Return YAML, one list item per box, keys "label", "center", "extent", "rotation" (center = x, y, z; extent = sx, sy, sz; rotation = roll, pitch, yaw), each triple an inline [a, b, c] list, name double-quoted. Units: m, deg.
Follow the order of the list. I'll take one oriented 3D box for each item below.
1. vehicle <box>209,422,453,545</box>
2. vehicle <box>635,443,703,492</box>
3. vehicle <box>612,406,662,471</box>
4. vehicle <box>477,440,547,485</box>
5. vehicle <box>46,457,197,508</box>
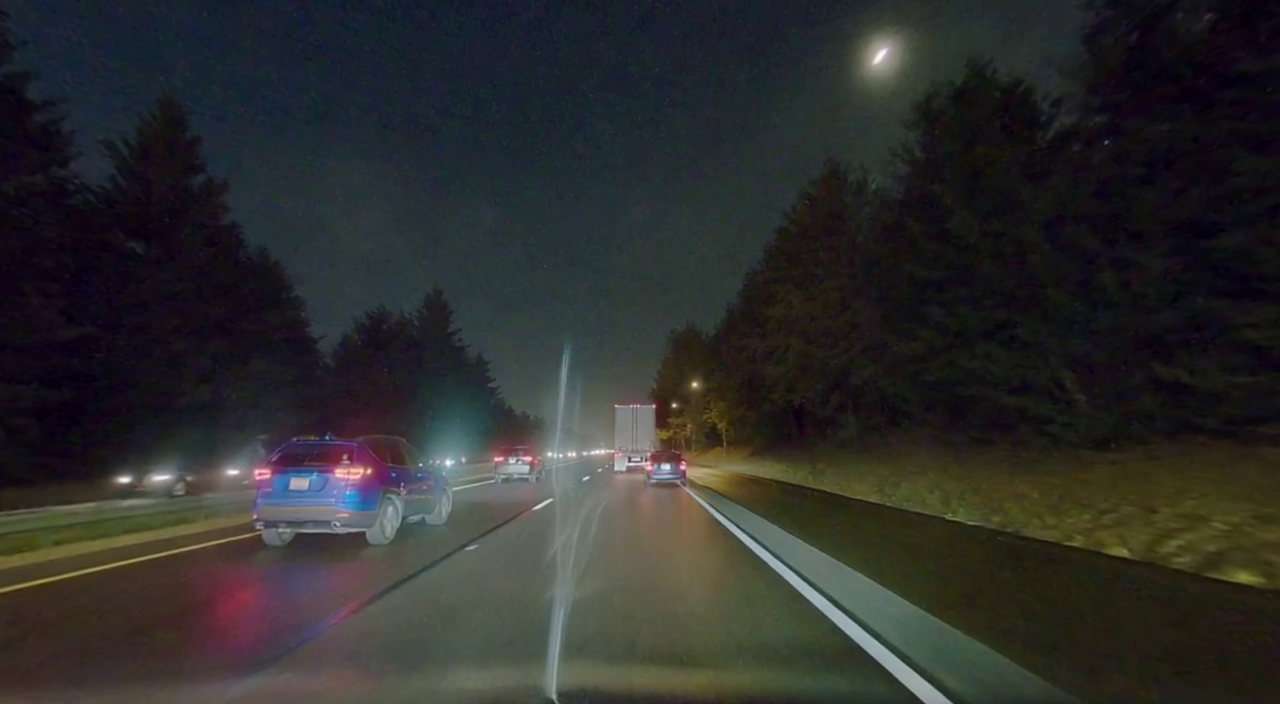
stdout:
- label: "vehicle"
  center: [-4.908, 2.142, 10.813]
  extent: [2.100, 1.671, 4.105]
  rotation: [0, -9, 0]
- label: "vehicle"
  center: [0.883, 3.869, 21.304]
  extent: [2.026, 1.489, 4.045]
  rotation: [0, -9, -1]
- label: "vehicle"
  center: [-0.420, 6.229, 44.688]
  extent: [3.113, 4.066, 10.786]
  rotation: [0, -9, -3]
- label: "vehicle"
  center: [-5.154, 4.496, 25.768]
  extent: [2.035, 1.664, 4.064]
  rotation: [0, -9, 0]
- label: "vehicle"
  center: [-17.422, 4.377, 21.354]
  extent: [1.811, 1.483, 3.882]
  rotation: [0, -9, 0]
